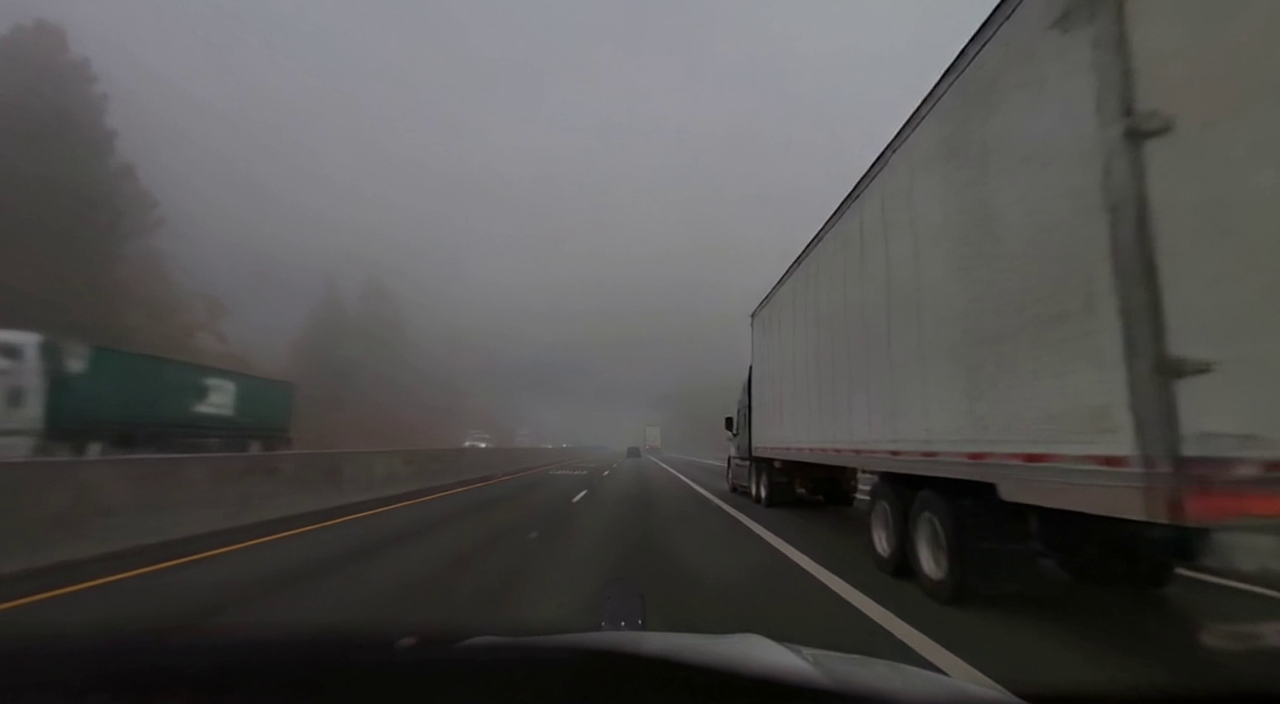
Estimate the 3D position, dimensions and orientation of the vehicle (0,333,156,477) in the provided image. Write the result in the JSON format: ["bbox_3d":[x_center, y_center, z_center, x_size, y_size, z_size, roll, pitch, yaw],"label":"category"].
[{"bbox_3d":[-15.406,1.227,14.327,2.626,3.136,7.570,0,-9,1],"label":"vehicle"}]

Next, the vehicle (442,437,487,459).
[{"bbox_3d":[-12.438,6.821,44.877,1.940,1.489,4.258,0,-9,0],"label":"vehicle"}]

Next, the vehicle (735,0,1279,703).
[{"bbox_3d":[4.230,0.608,9.970,3.323,4.262,14.056,0,-9,0],"label":"vehicle"}]
